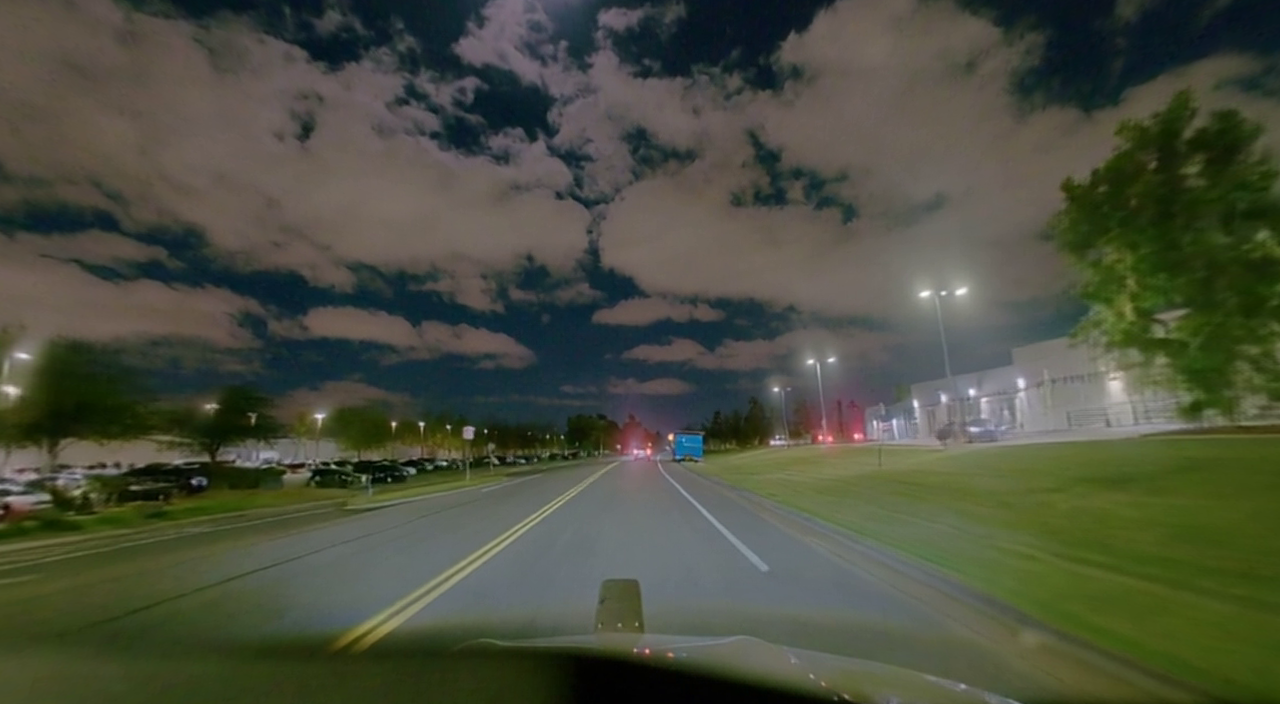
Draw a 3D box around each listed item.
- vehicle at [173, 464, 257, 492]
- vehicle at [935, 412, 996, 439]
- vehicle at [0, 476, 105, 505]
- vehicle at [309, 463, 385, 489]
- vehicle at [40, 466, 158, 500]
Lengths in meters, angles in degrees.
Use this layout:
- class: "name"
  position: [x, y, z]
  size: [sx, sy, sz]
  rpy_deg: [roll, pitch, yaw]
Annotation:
- class: "vehicle"
  position: [-32.762, 9.689, 48.735]
  size: [4.996, 1.817, 2.054]
  rpy_deg: [-3, -10, 1]
- class: "vehicle"
  position: [21.443, 4.914, 41.817]
  size: [1.871, 1.582, 4.500]
  rpy_deg: [0, -9, 3]
- class: "vehicle"
  position: [-34.114, 7.961, 36.463]
  size: [4.540, 1.440, 2.071]
  rpy_deg: [-1, -9, 2]
- class: "vehicle"
  position: [-22.405, 9.451, 48.570]
  size: [2.233, 1.709, 5.161]
  rpy_deg: [-3, -9, 19]
- class: "vehicle"
  position: [-33.633, 8.149, 39.397]
  size: [5.432, 1.791, 2.159]
  rpy_deg: [-3, -9, 2]
